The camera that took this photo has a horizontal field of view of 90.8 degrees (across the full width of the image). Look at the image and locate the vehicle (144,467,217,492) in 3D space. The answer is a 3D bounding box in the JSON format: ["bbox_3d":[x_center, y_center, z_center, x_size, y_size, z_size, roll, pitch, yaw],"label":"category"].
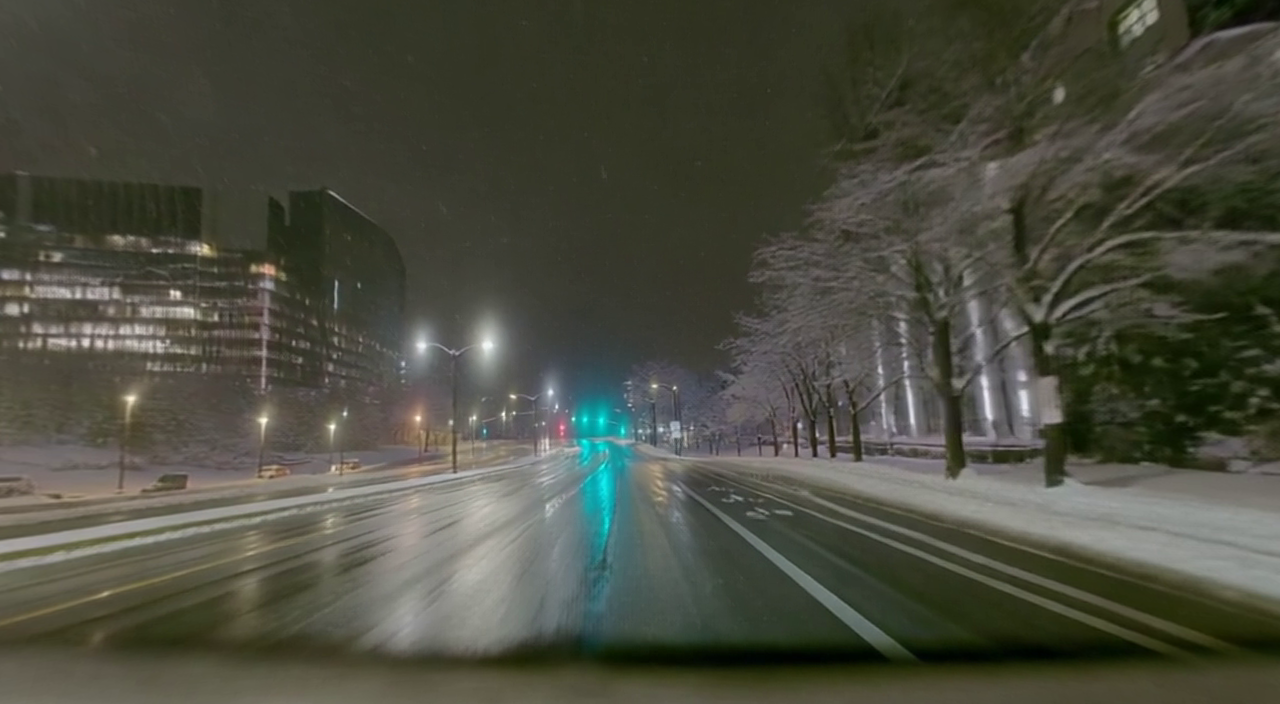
[{"bbox_3d":[-33.526,9.282,46.221,2.020,1.552,4.568,0,-8,-2],"label":"vehicle"}]
